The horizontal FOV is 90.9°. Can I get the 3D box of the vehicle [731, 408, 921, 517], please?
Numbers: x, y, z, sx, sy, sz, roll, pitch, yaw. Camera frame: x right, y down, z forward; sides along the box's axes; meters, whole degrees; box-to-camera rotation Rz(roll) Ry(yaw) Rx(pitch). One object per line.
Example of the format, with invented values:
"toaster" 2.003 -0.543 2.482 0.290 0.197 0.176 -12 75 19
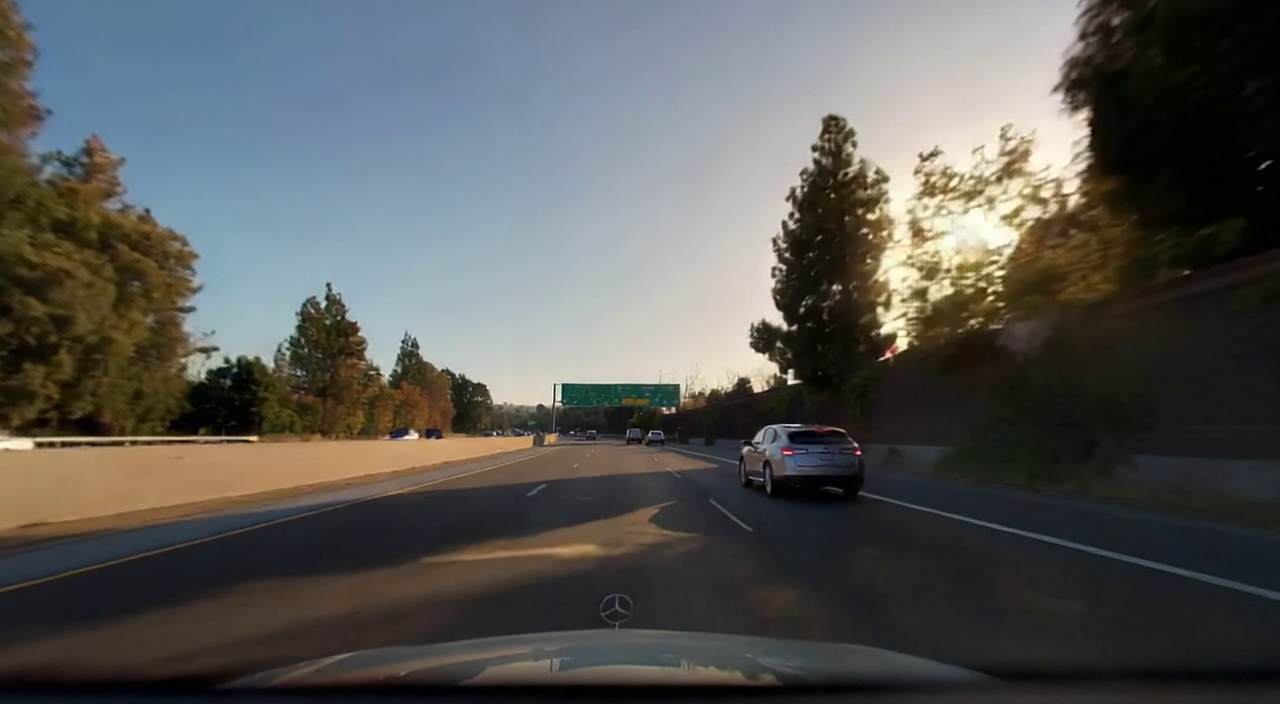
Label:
"vehicle" 3.153 1.992 11.799 2.107 1.642 4.331 0 -8 -2
